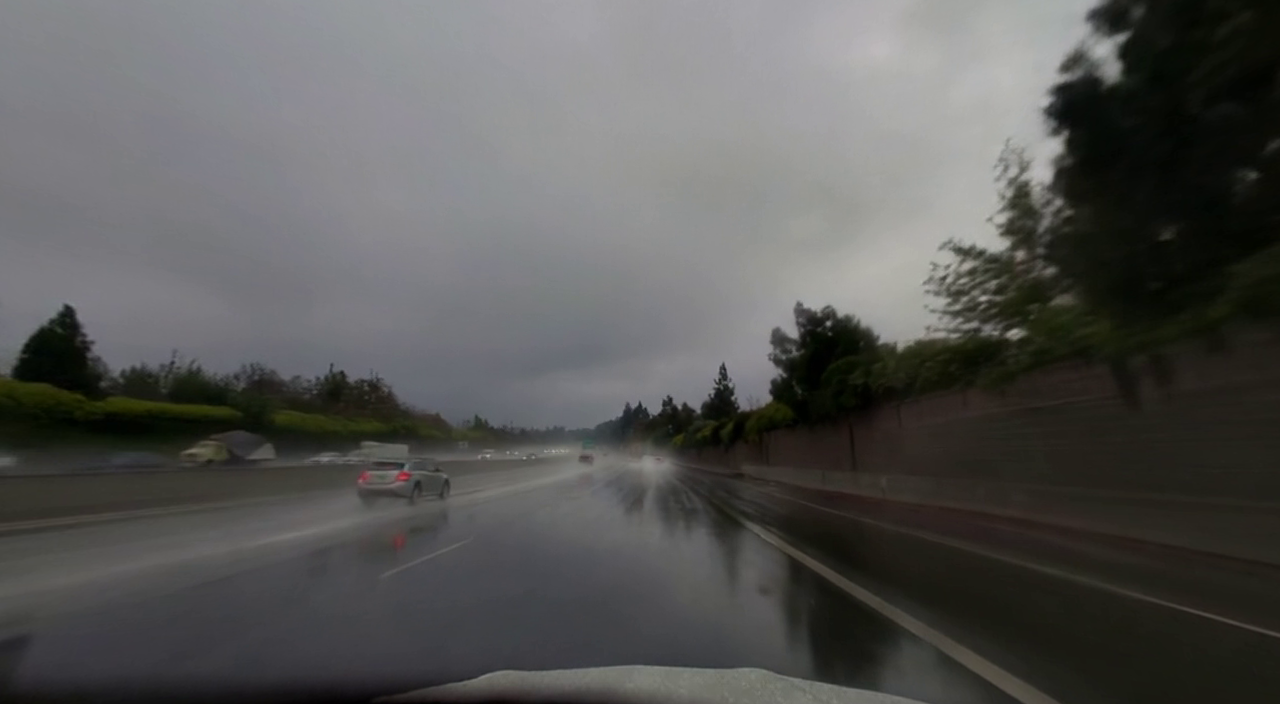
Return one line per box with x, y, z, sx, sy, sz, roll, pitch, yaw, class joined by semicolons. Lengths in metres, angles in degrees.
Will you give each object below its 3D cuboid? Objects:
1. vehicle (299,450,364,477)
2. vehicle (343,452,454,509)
-21.844;7.899;44.830;2.228;1.766;4.662;0;-9;-1;vehicle
-7.024;3.735;18.754;1.742;1.494;3.795;0;-9;0;vehicle
